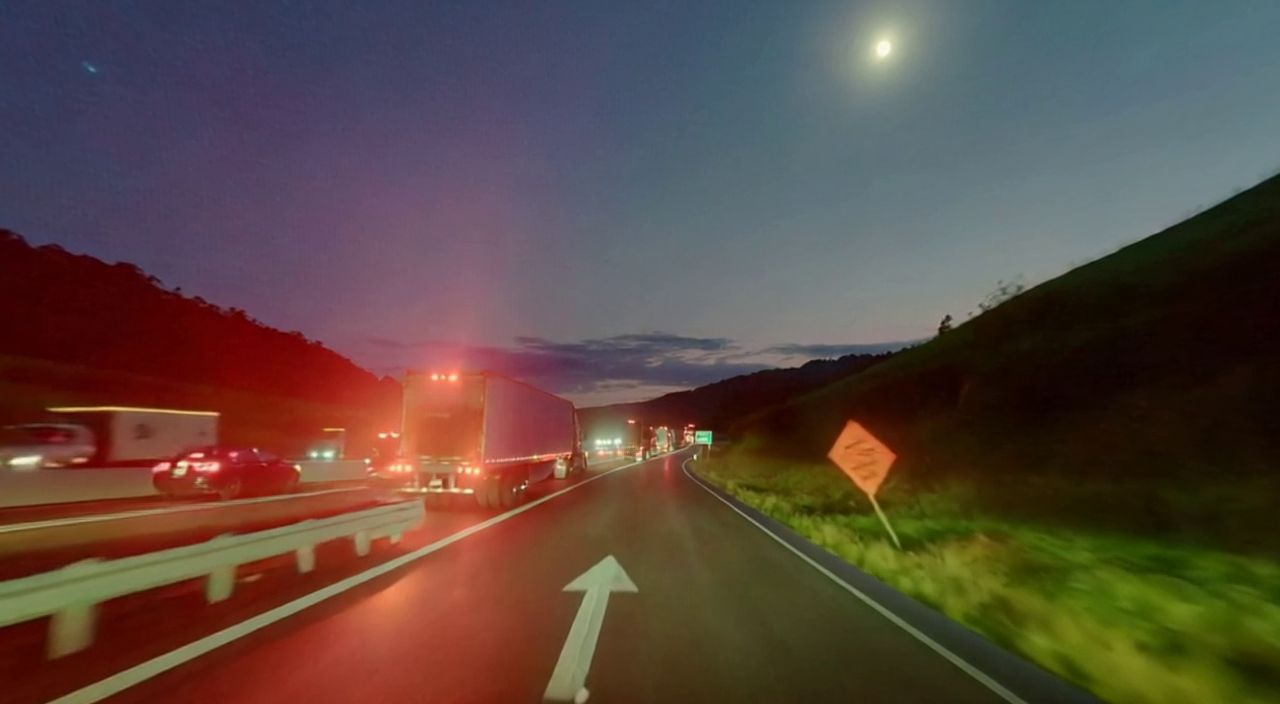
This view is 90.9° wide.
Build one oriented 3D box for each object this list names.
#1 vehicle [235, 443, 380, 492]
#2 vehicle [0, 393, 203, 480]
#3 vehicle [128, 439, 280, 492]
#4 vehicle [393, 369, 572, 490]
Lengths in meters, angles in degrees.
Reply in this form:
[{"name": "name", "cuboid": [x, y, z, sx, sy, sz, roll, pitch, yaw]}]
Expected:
[{"name": "vehicle", "cuboid": [-11.370, 3.986, 22.034, 1.925, 1.493, 4.864, -1, -9, 8]}, {"name": "vehicle", "cuboid": [-29.182, 4.634, 33.905, 2.934, 3.945, 10.035, -2, -9, 9]}, {"name": "vehicle", "cuboid": [-15.271, 3.995, 22.422, 1.943, 1.662, 4.283, -1, -9, 8]}, {"name": "vehicle", "cuboid": [-6.138, 3.734, 28.608, 2.848, 4.067, 14.314, -1, -9, 7]}]
